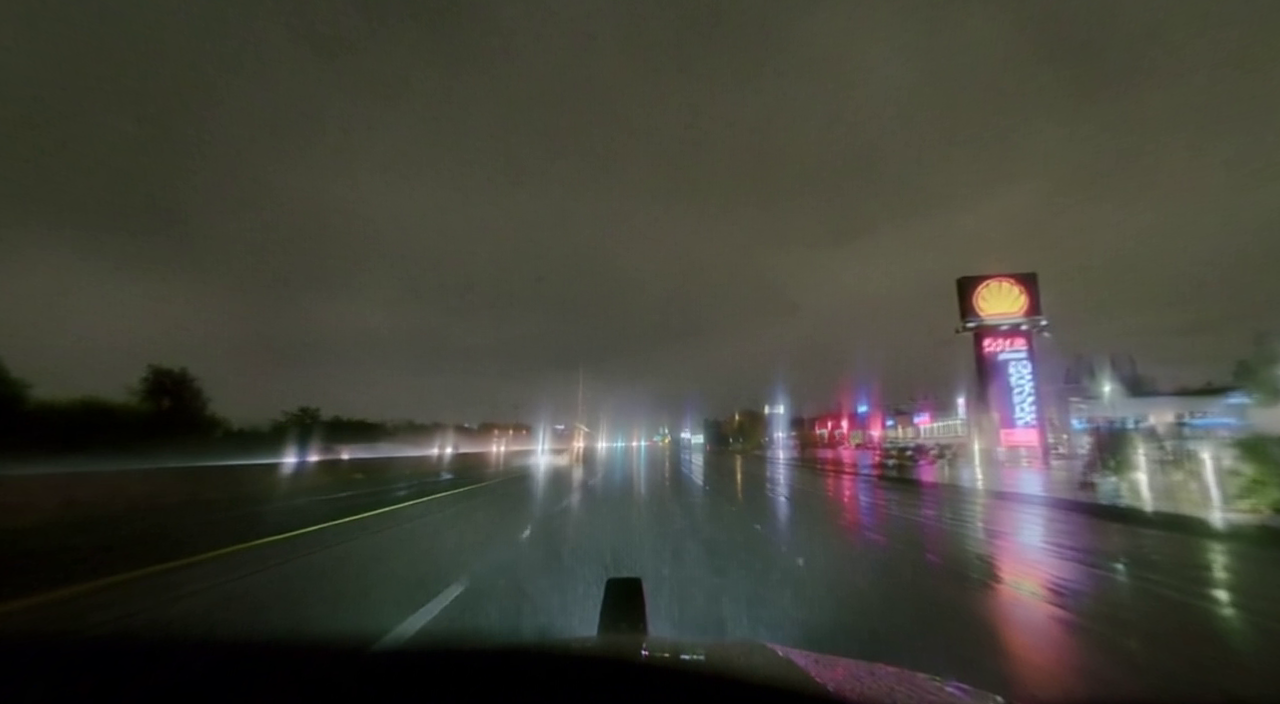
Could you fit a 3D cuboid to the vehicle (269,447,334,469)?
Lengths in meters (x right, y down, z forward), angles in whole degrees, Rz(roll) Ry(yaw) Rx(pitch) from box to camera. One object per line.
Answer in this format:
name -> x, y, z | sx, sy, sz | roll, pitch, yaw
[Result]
vehicle -> -23.264, 7.272, 43.569 | 1.883, 1.444, 4.561 | 0, -8, 1
